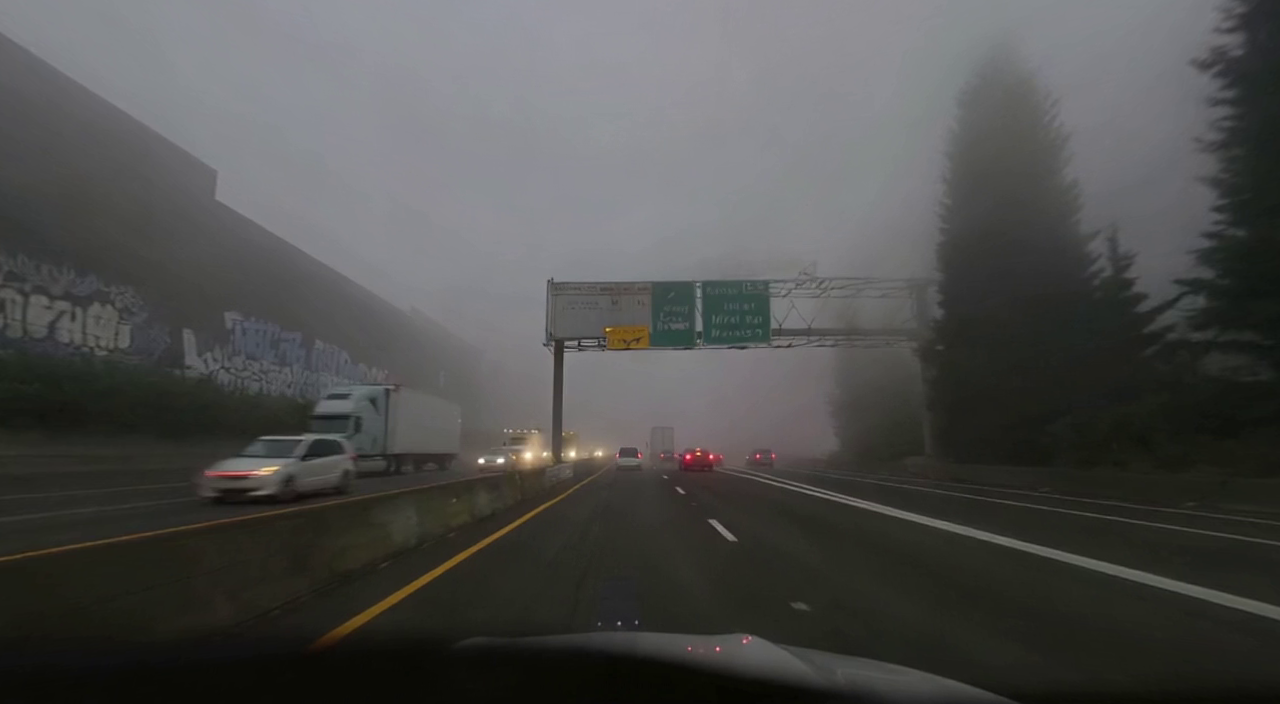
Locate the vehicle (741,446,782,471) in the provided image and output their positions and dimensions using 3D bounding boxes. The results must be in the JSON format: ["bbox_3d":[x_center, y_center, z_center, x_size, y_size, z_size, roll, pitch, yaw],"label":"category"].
[{"bbox_3d":[8.604,7.594,44.763,2.107,1.648,4.324,0,-9,1],"label":"vehicle"}]

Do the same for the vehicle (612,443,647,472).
[{"bbox_3d":[-0.641,6.821,40.808,2.169,1.753,4.151,0,-9,0],"label":"vehicle"}]

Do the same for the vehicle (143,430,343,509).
[{"bbox_3d":[-8.830,2.643,14.459,1.914,1.539,4.034,0,-9,0],"label":"vehicle"}]

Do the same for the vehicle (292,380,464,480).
[{"bbox_3d":[-12.714,4.254,32.773,2.905,4.059,14.156,0,-9,0],"label":"vehicle"}]

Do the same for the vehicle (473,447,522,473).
[{"bbox_3d":[-8.638,6.558,38.280,1.907,1.470,4.436,0,-9,0],"label":"vehicle"}]

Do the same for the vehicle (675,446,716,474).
[{"bbox_3d":[3.309,6.587,38.425,2.045,1.605,4.674,0,-9,-1],"label":"vehicle"}]
